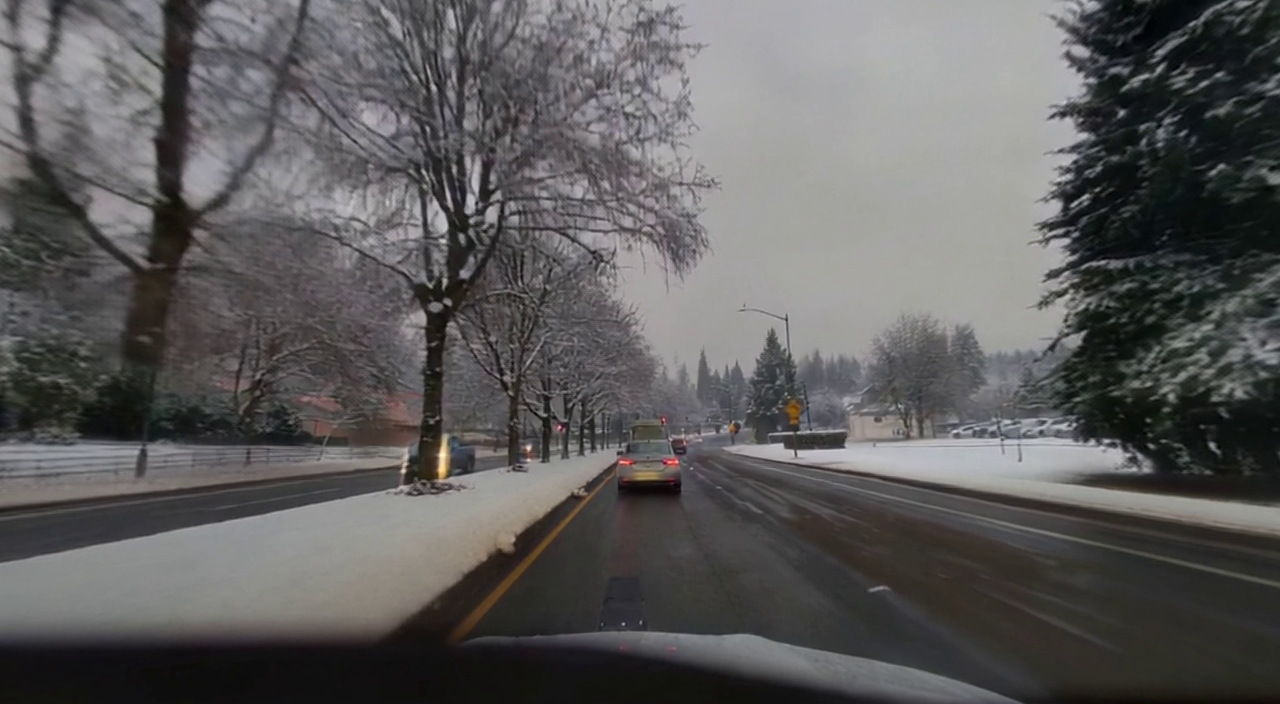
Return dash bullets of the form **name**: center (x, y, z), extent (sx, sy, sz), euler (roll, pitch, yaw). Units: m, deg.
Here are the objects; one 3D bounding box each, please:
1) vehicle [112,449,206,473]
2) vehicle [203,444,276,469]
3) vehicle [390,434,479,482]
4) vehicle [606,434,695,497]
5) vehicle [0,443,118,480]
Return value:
- **vehicle**: center (-30.479, 6.916, 40.044), extent (4.356, 1.444, 1.819), euler (0, -9, -1)
- **vehicle**: center (-30.222, 7.901, 47.688), extent (4.266, 1.600, 1.877), euler (-3, -8, -2)
- **vehicle**: center (-8.370, 4.370, 26.270), extent (2.131, 1.778, 4.912), euler (0, -9, -1)
- **vehicle**: center (0.202, 2.970, 16.842), extent (2.093, 1.442, 3.977), euler (0, -9, -1)
- **vehicle**: center (-30.168, 5.589, 32.374), extent (4.764, 1.786, 2.091), euler (0, -9, 0)
